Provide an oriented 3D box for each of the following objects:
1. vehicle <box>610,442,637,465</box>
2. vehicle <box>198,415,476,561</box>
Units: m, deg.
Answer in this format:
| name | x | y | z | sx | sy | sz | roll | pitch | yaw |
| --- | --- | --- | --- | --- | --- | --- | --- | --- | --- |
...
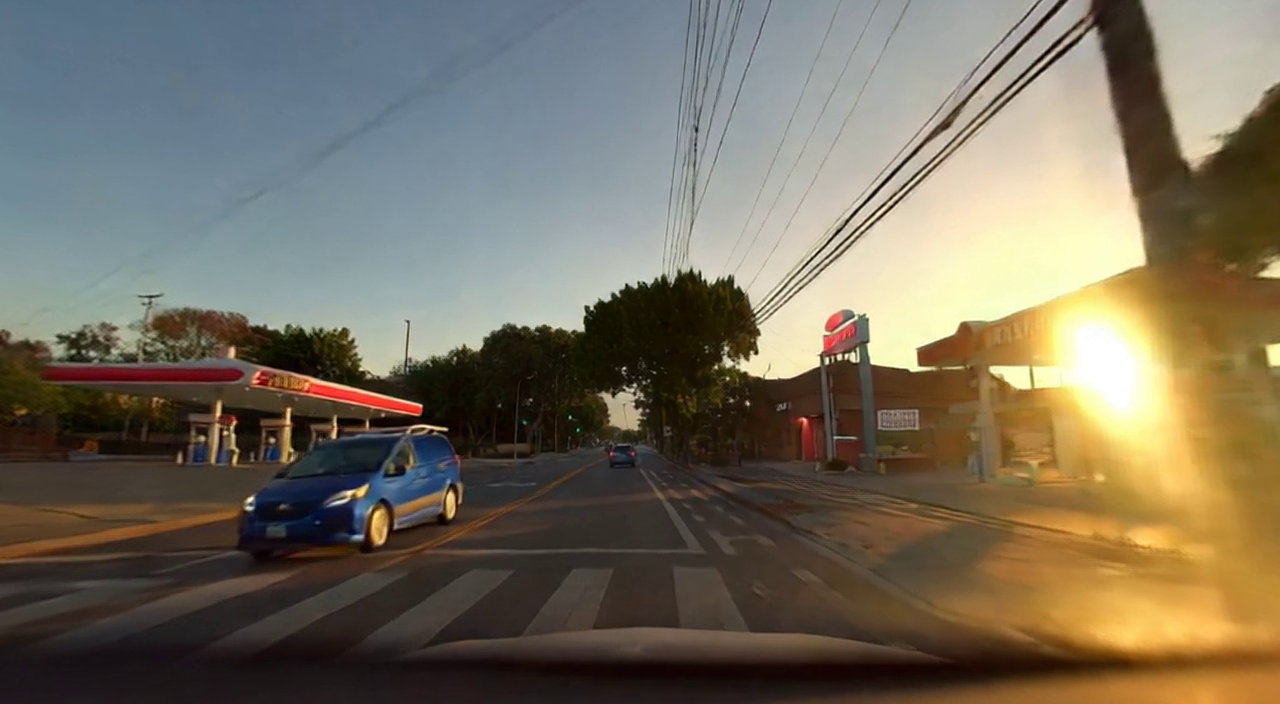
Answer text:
| name | x | y | z | sx | sy | sz | roll | pitch | yaw |
| --- | --- | --- | --- | --- | --- | --- | --- | --- | --- |
| vehicle | -1.236 | 7.787 | 48.756 | 2.000 | 1.663 | 4.271 | 0 | -8 | -1 |
| vehicle | -4.519 | 2.074 | 10.583 | 2.274 | 1.844 | 4.843 | 0 | -8 | -1 |
